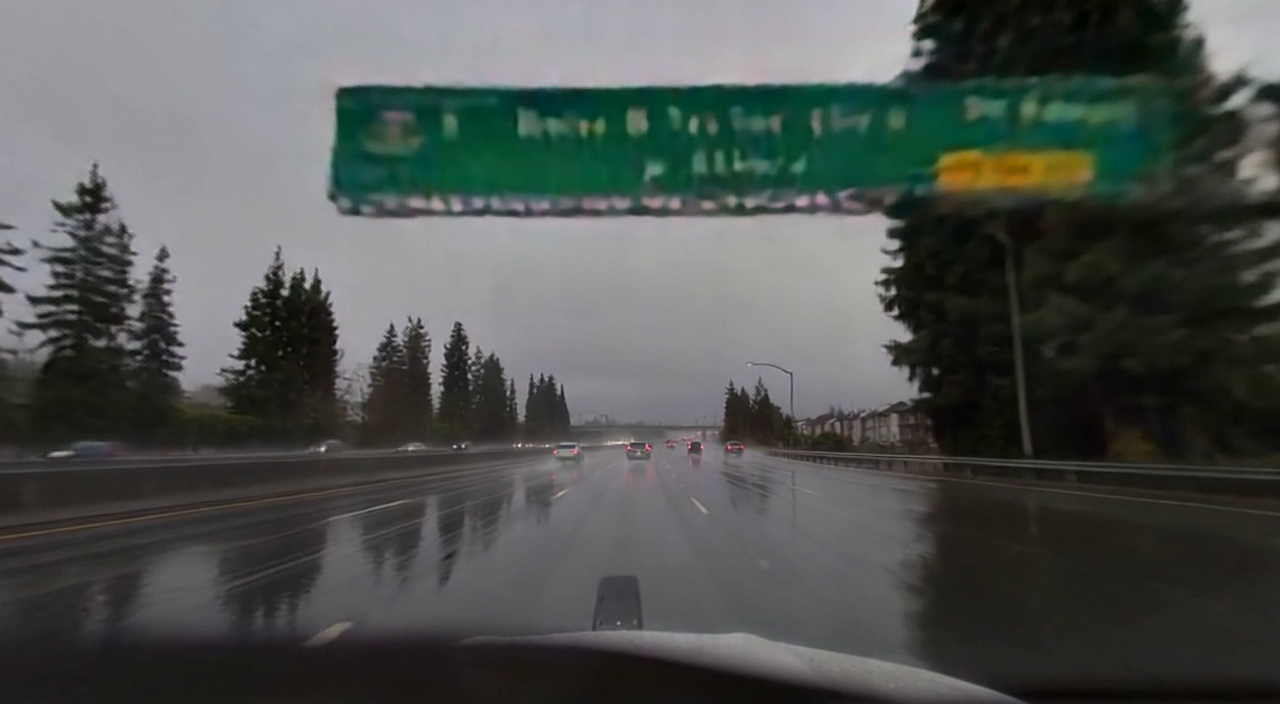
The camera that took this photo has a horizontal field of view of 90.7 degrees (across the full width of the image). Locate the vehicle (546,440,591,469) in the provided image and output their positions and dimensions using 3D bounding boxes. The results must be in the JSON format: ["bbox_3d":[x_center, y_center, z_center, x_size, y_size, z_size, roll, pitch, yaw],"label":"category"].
[{"bbox_3d":[-4.468,6.473,40.174,2.260,1.706,4.177,0,-8,1],"label":"vehicle"}]

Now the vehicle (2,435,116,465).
[{"bbox_3d":[-38.269,6.487,41.952,2.353,1.858,5.435,0,-8,0],"label":"vehicle"}]

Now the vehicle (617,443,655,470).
[{"bbox_3d":[-0.235,6.112,37.348,2.146,1.485,4.332,0,-8,0],"label":"vehicle"}]

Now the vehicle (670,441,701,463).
[{"bbox_3d":[3.481,7.753,49.312,2.084,1.624,3.935,0,-8,0],"label":"vehicle"}]
